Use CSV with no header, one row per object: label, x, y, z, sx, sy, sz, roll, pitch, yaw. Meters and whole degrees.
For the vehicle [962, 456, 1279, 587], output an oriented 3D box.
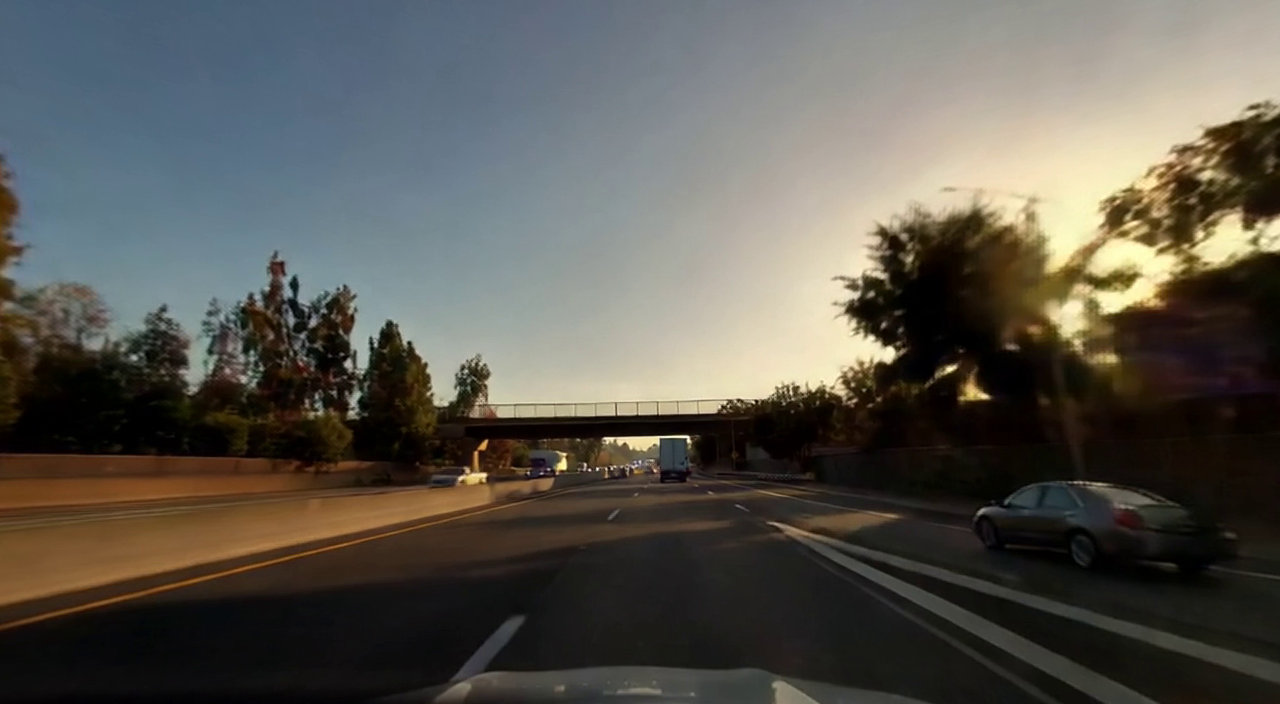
vehicle,7.030,2.358,9.407,1.949,1.468,4.145,2,-11,-6
